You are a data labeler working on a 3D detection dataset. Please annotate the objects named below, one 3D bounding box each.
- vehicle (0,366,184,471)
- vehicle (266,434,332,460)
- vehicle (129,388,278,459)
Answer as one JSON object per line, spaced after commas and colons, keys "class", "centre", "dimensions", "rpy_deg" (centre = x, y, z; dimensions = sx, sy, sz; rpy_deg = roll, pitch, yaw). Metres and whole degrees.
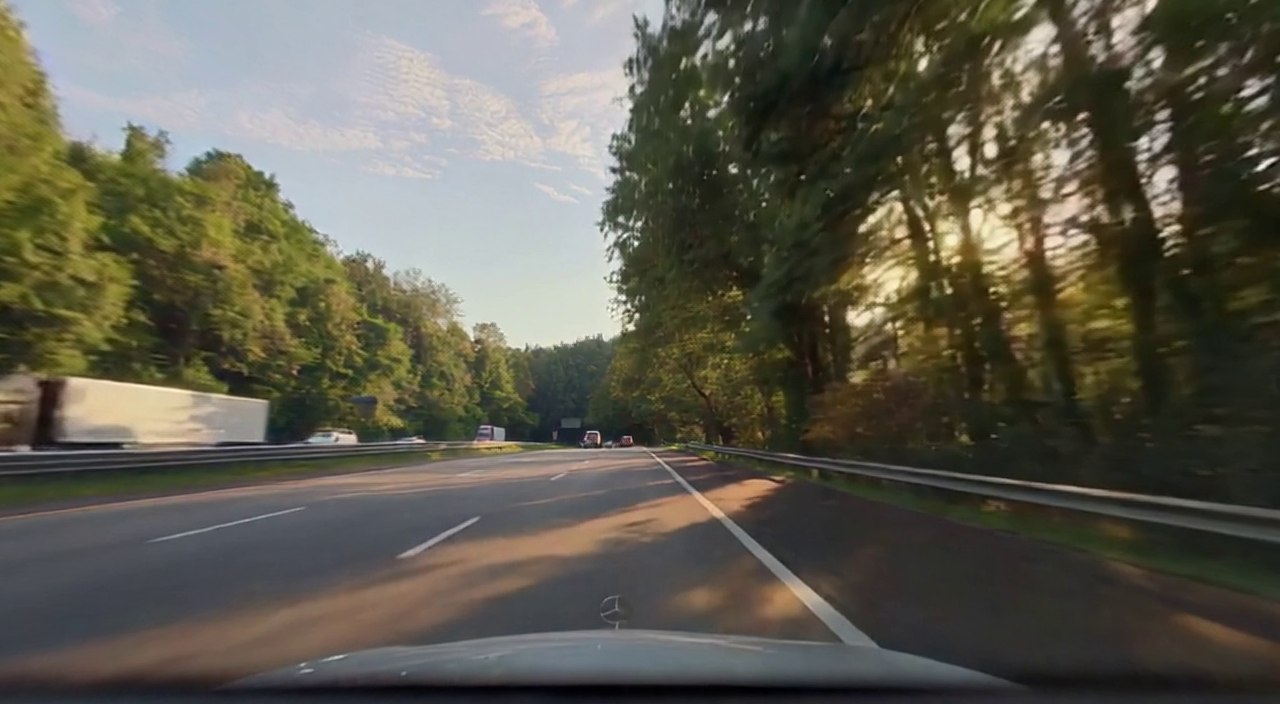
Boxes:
{"class": "vehicle", "centre": [-24.130, 2.875, 26.234], "dimensions": [2.975, 3.670, 9.888], "rpy_deg": [0, -8, -1]}
{"class": "vehicle", "centre": [-20.624, 5.753, 38.267], "dimensions": [1.823, 1.457, 4.109], "rpy_deg": [0, -8, -2]}
{"class": "vehicle", "centre": [-24.332, 4.131, 35.790], "dimensions": [2.814, 3.541, 7.810], "rpy_deg": [0, -8, -1]}
